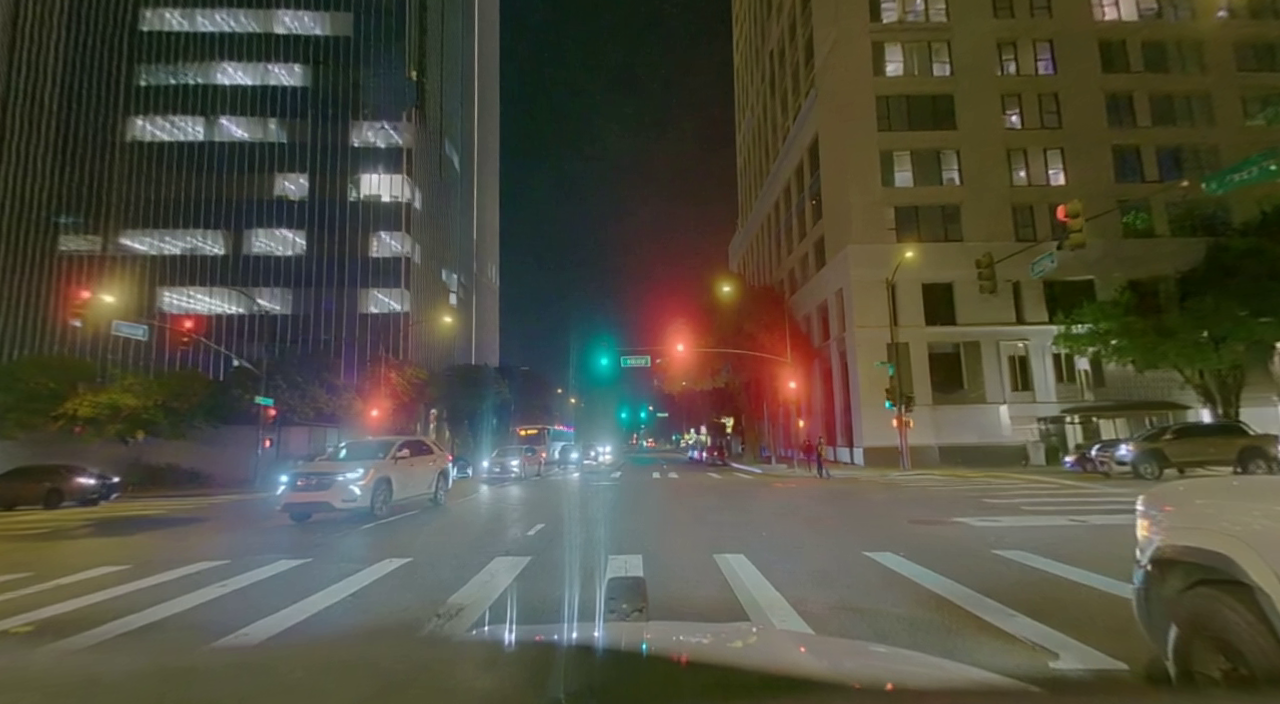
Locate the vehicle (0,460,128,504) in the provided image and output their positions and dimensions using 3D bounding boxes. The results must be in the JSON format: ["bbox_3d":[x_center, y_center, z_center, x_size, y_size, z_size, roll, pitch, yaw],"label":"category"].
[{"bbox_3d":[-27.153,5.966,29.137,5.101,1.851,2.118,0,-8,2],"label":"vehicle"}]

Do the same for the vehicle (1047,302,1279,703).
[{"bbox_3d":[3.250,0.537,0.672,2.118,1.848,5.426,0,-8,2],"label":"vehicle"}]

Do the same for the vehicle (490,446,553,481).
[{"bbox_3d":[-5.446,5.179,29.636,1.956,1.457,4.958,0,-8,1],"label":"vehicle"}]

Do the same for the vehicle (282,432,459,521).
[{"bbox_3d":[-5.904,2.752,14.548,1.990,1.710,4.507,0,-8,1],"label":"vehicle"}]
